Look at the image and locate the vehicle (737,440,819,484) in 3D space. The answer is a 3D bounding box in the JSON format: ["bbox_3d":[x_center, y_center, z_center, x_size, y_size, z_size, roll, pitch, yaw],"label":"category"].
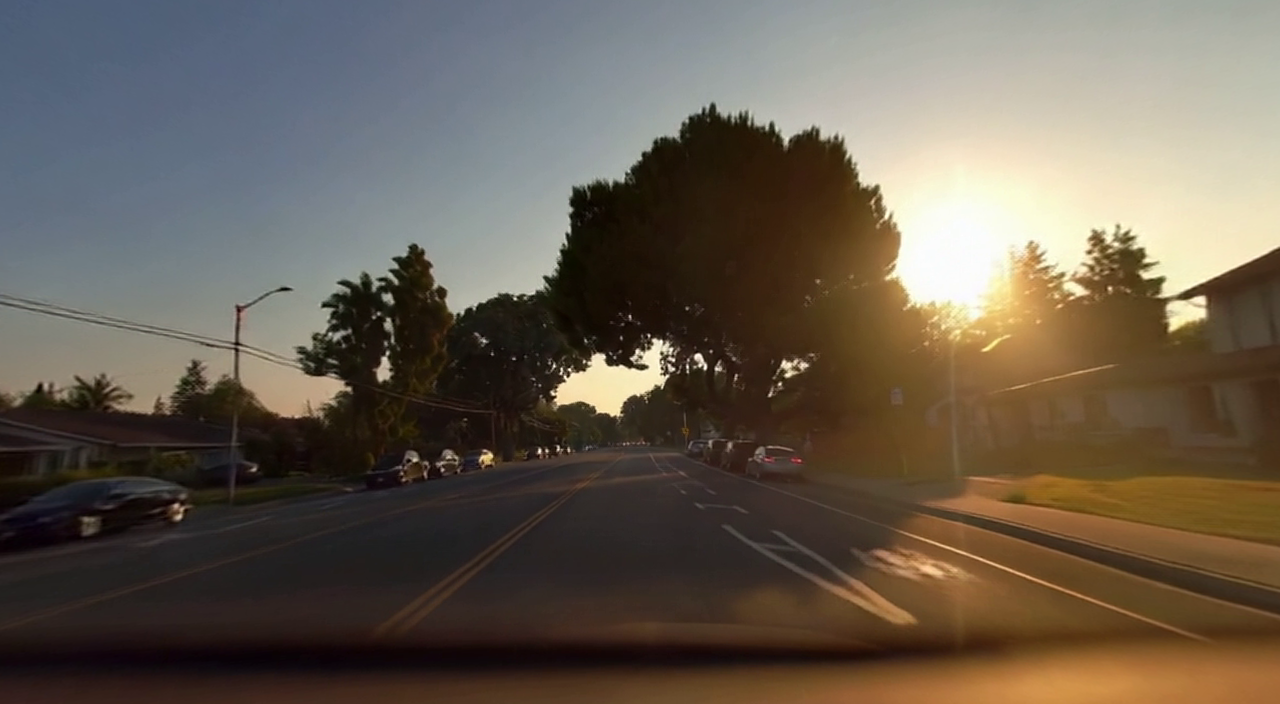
[{"bbox_3d":[4.992,4.044,23.541,1.923,1.454,4.460,0,-8,-2],"label":"vehicle"}]

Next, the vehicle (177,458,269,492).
[{"bbox_3d":[-21.974,6.473,33.505,1.823,1.595,4.174,-1,-8,3],"label":"vehicle"}]

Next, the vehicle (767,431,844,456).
[{"bbox_3d":[11.130,6.221,42.780,4.622,1.595,2.105,-1,-8,3],"label":"vehicle"}]

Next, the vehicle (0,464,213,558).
[{"bbox_3d":[-12.162,3.475,14.273,1.872,1.472,4.719,-7,-8,-2],"label":"vehicle"}]

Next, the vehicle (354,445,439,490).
[{"bbox_3d":[-12.215,5.800,32.111,2.156,1.935,5.464,-4,-9,0],"label":"vehicle"}]

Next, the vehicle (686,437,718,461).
[{"bbox_3d":[4.695,7.395,48.331,1.919,1.698,4.747,0,-8,0],"label":"vehicle"}]
